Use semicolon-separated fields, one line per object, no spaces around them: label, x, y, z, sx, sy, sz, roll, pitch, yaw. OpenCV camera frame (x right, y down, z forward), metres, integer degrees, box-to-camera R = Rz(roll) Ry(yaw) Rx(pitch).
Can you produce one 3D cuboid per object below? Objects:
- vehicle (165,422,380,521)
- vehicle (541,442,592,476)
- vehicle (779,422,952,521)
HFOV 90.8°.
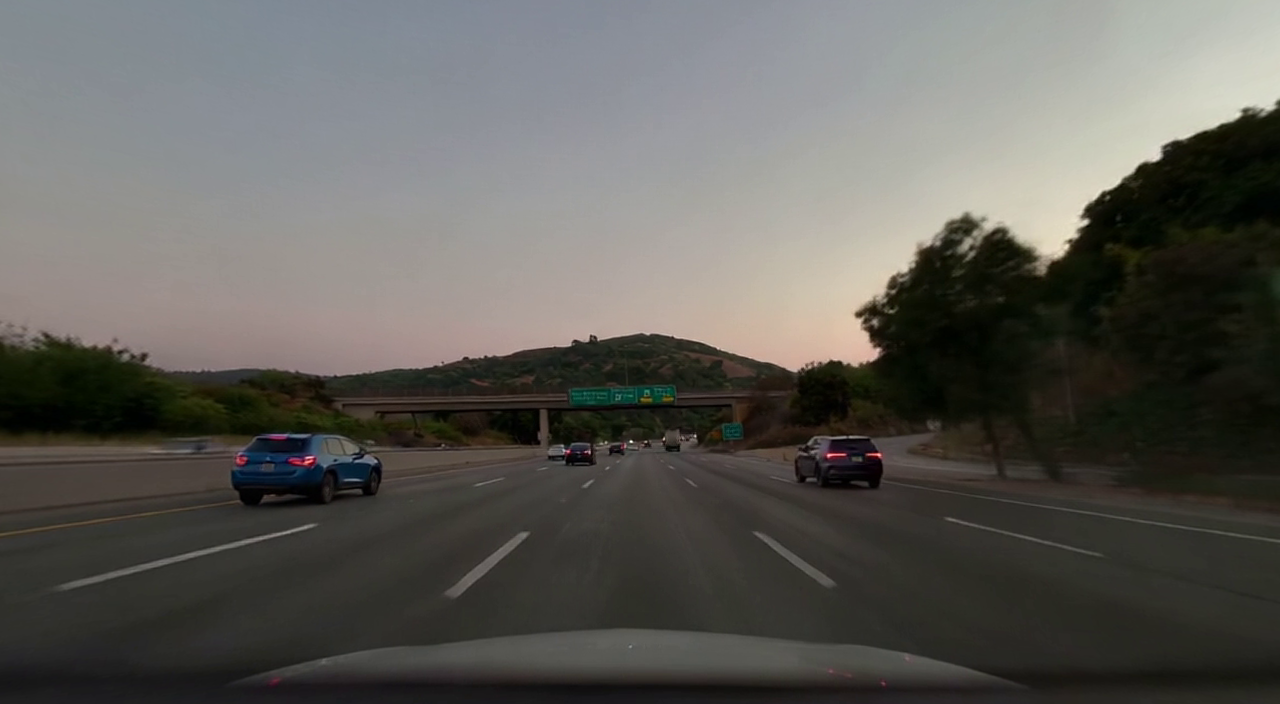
vehicle;-7.196;2.374;13.006;1.860;1.694;4.173;0;-9;0
vehicle;-3.437;5.108;30.379;1.925;1.509;4.363;0;-9;0
vehicle;4.469;2.443;13.423;1.950;1.719;4.545;0;-9;0
